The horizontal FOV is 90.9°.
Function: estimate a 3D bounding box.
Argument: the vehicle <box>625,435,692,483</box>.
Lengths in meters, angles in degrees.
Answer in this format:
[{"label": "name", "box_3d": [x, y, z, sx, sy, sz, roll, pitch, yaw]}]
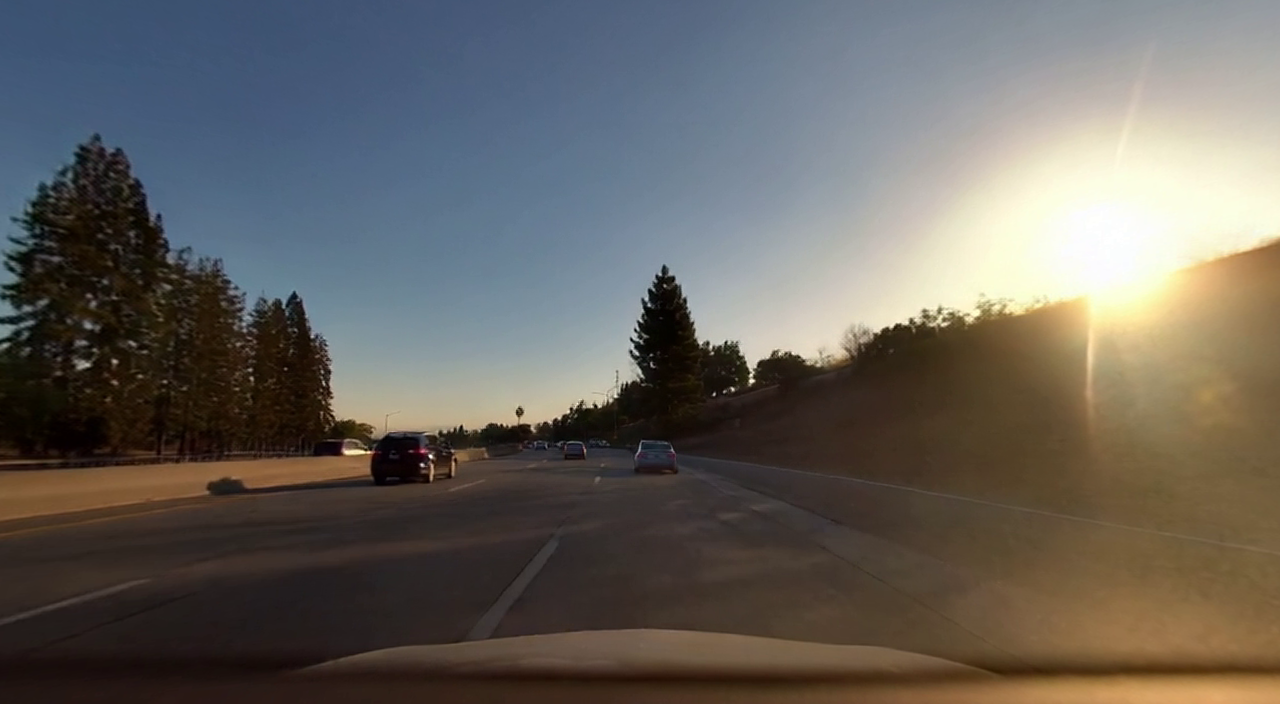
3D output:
[{"label": "vehicle", "box_3d": [0.532, 3.618, 21.532, 2.051, 1.444, 3.927, 0, -9, -1]}]

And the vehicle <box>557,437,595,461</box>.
[{"label": "vehicle", "box_3d": [-4.286, 6.593, 42.718, 2.246, 1.519, 4.980, 1, -9, -2]}]

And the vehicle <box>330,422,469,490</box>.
[{"label": "vehicle", "box_3d": [-6.695, 2.967, 18.266, 2.221, 1.693, 4.631, 0, -9, 0]}]
